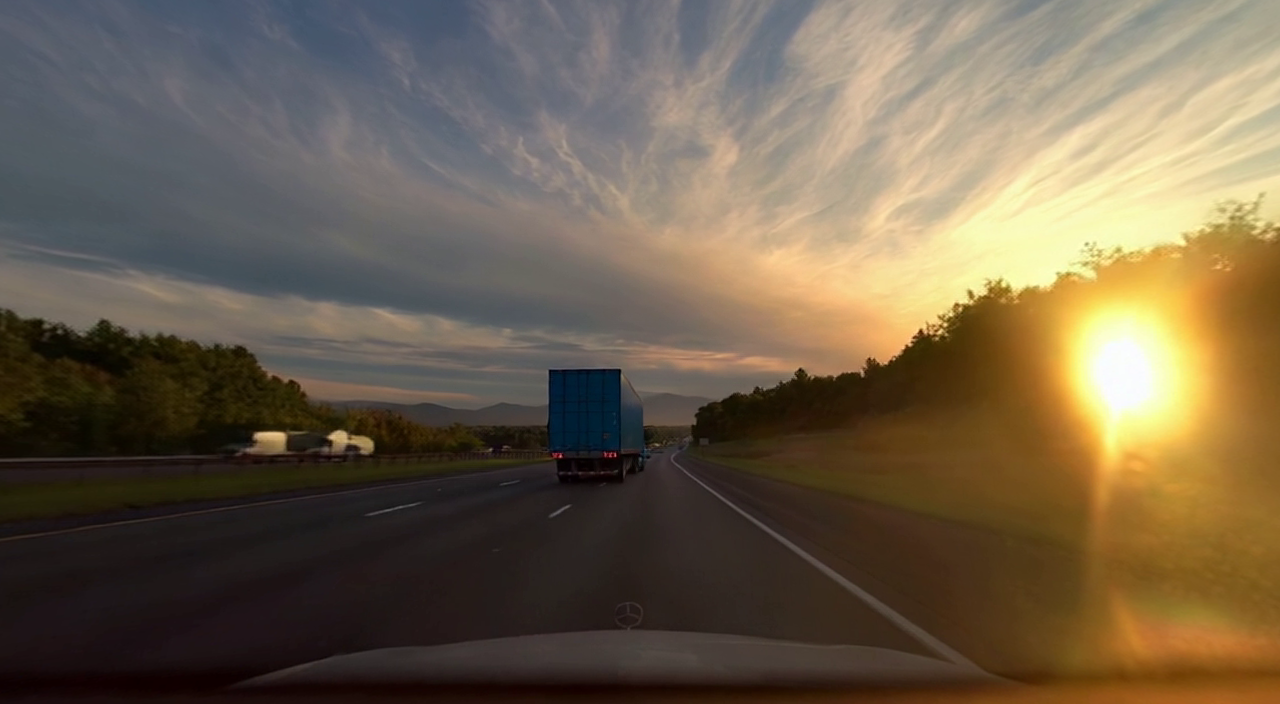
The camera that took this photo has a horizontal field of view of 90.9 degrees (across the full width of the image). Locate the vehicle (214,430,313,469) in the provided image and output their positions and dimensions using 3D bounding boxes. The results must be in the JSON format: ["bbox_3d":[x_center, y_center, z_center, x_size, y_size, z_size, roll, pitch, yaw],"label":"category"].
[{"bbox_3d":[-22.314,5.816,37.667,2.631,2.155,5.143,0,-9,1],"label":"vehicle"}]

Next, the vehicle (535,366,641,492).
[{"bbox_3d":[-1.663,3.596,27.773,2.851,4.098,14.436,0,-9,2],"label":"vehicle"}]

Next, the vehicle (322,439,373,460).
[{"bbox_3d":[-21.908,7.314,47.303,1.779,1.467,4.047,0,-9,1],"label":"vehicle"}]
